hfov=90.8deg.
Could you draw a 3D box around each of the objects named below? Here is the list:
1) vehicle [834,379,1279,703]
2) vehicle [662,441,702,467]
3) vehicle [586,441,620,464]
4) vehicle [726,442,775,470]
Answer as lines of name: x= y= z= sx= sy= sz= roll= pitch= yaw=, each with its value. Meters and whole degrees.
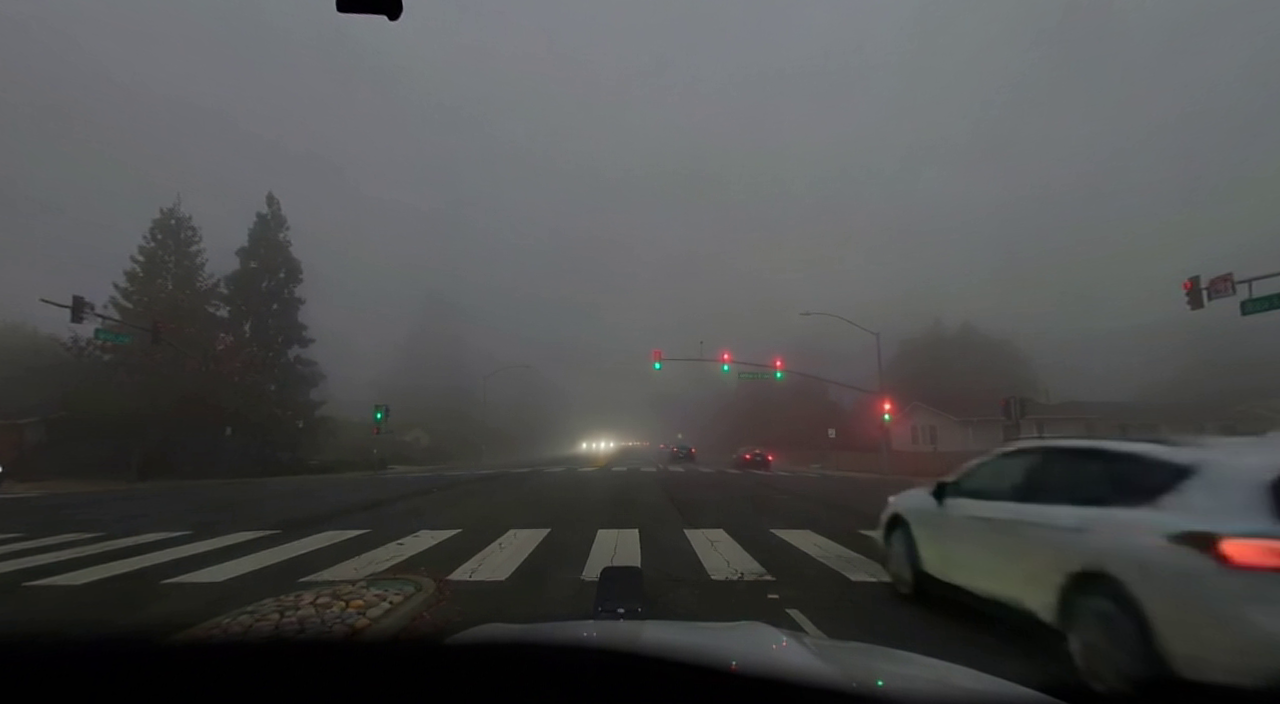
vehicle: x=2.977 y=1.091 z=3.560 sx=2.142 sy=1.506 sz=4.948 roll=0 pitch=-9 yaw=-1
vehicle: x=2.499 y=6.269 z=38.963 sx=2.079 sy=1.473 sz=4.748 roll=0 pitch=-9 yaw=-1
vehicle: x=-2.417 y=6.711 z=42.277 sx=2.045 sy=1.484 sz=3.991 roll=0 pitch=-9 yaw=0
vehicle: x=6.240 y=5.933 z=36.177 sx=1.908 sy=1.450 sz=4.564 roll=0 pitch=-9 yaw=-1
